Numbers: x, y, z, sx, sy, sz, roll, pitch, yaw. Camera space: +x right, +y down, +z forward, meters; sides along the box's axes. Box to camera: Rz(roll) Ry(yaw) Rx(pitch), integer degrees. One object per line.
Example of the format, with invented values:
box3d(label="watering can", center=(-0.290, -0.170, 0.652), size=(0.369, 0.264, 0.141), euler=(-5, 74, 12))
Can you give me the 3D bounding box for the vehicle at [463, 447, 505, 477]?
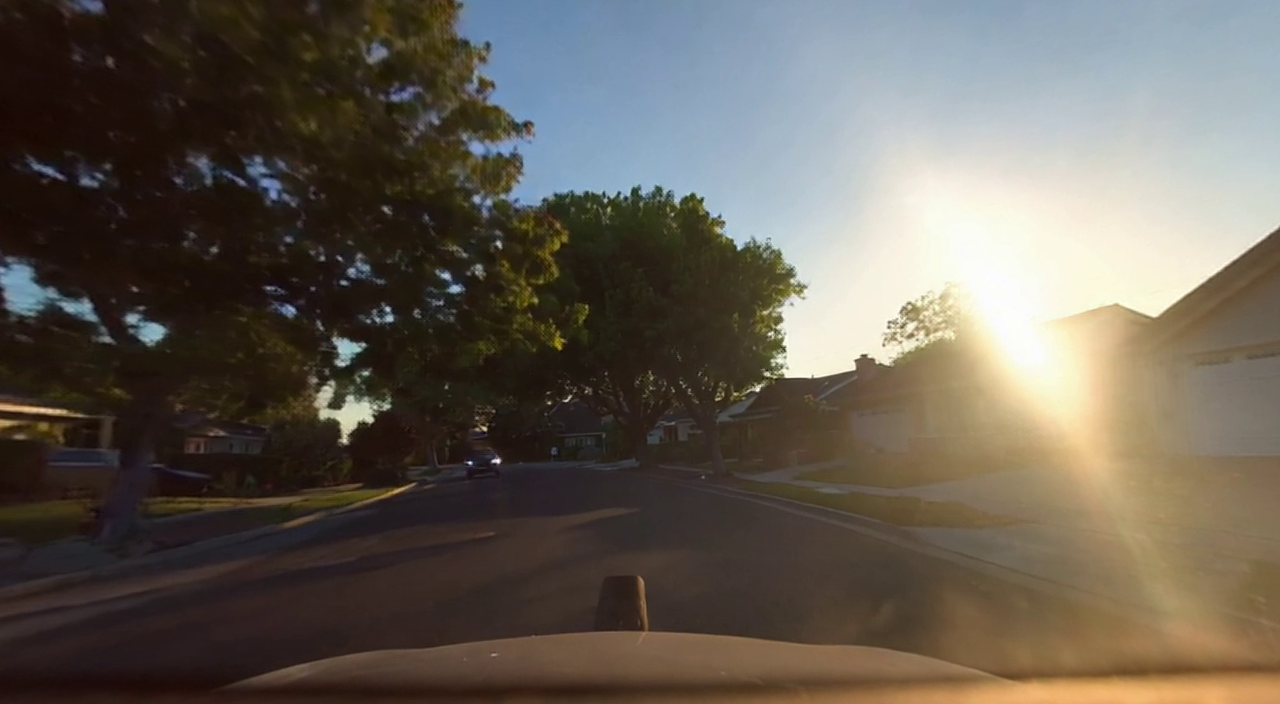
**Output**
box3d(label="vehicle", center=(-9.729, 6.867, 39.735), size=(2.217, 1.751, 4.763), euler=(1, -9, -10))
